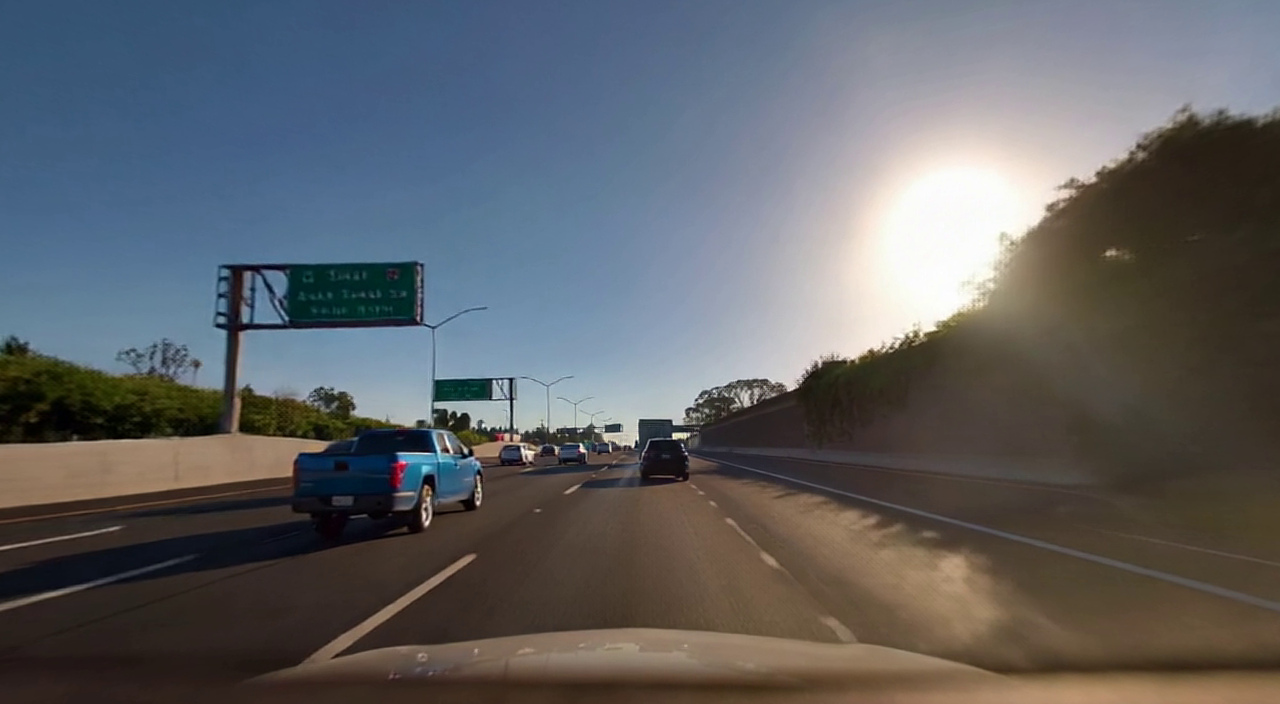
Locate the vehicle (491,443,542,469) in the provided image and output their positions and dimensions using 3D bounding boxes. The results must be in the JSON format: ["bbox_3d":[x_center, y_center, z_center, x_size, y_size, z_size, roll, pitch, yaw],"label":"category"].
[{"bbox_3d":[-7.526,6.391,38.912,2.081,1.463,4.749,0,-8,1],"label":"vehicle"}]

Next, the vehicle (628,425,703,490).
[{"bbox_3d":[0.685,3.302,19.982,2.083,1.792,4.782,0,-8,0],"label":"vehicle"}]

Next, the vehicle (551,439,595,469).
[{"bbox_3d":[-3.873,5.969,37.064,1.961,1.591,4.756,0,-8,1],"label":"vehicle"}]

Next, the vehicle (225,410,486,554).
[{"bbox_3d":[-4.238,2.029,10.628,1.954,1.792,5.187,0,-8,0],"label":"vehicle"}]
